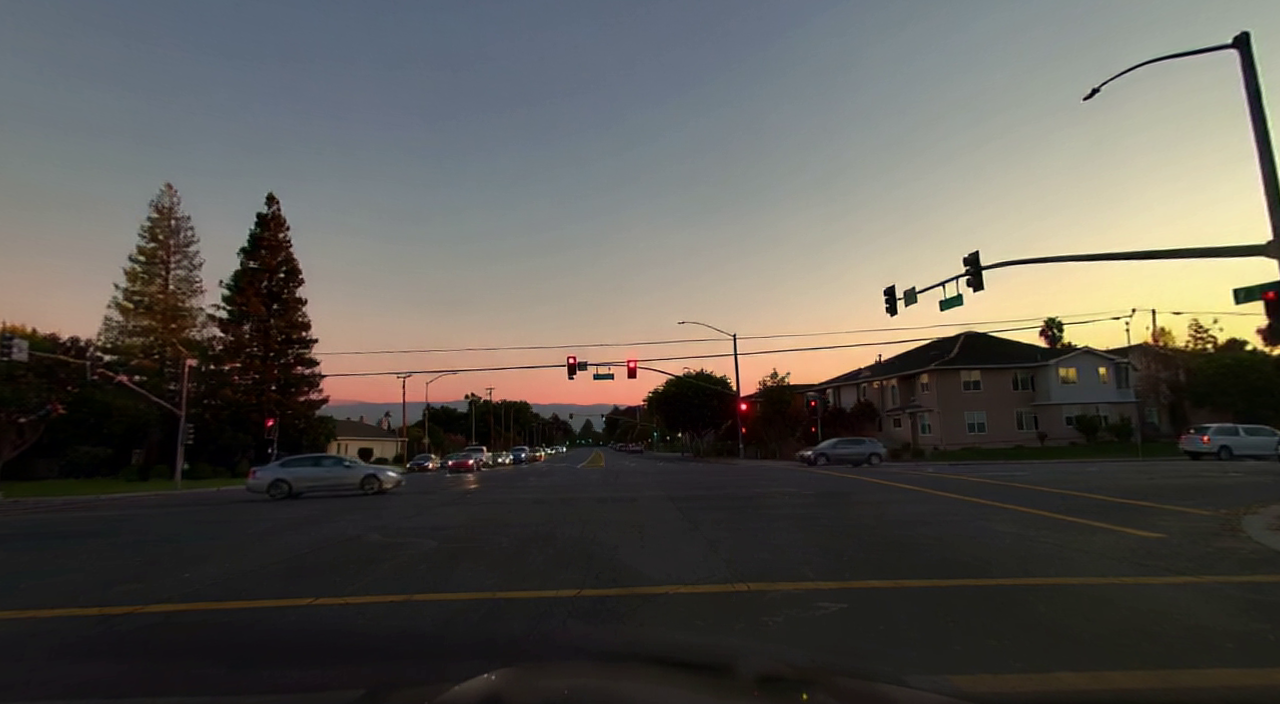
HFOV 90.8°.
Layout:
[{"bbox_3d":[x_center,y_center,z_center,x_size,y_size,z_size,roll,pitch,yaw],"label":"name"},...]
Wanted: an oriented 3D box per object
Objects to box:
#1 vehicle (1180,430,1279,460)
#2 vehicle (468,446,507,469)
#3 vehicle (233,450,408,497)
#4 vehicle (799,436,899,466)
[{"bbox_3d":[31.294,4.886,33.040,4.318,1.488,1.870,0,-9,-1],"label":"vehicle"},{"bbox_3d":[-10.732,7.455,44.756,1.881,1.509,3.377,0,-9,1],"label":"vehicle"},{"bbox_3d":[-10.638,4.073,21.318,4.823,1.449,2.017,-1,-9,1],"label":"vehicle"},{"bbox_3d":[11.556,5.490,35.020,4.873,1.539,1.932,-6,-10,33],"label":"vehicle"}]
